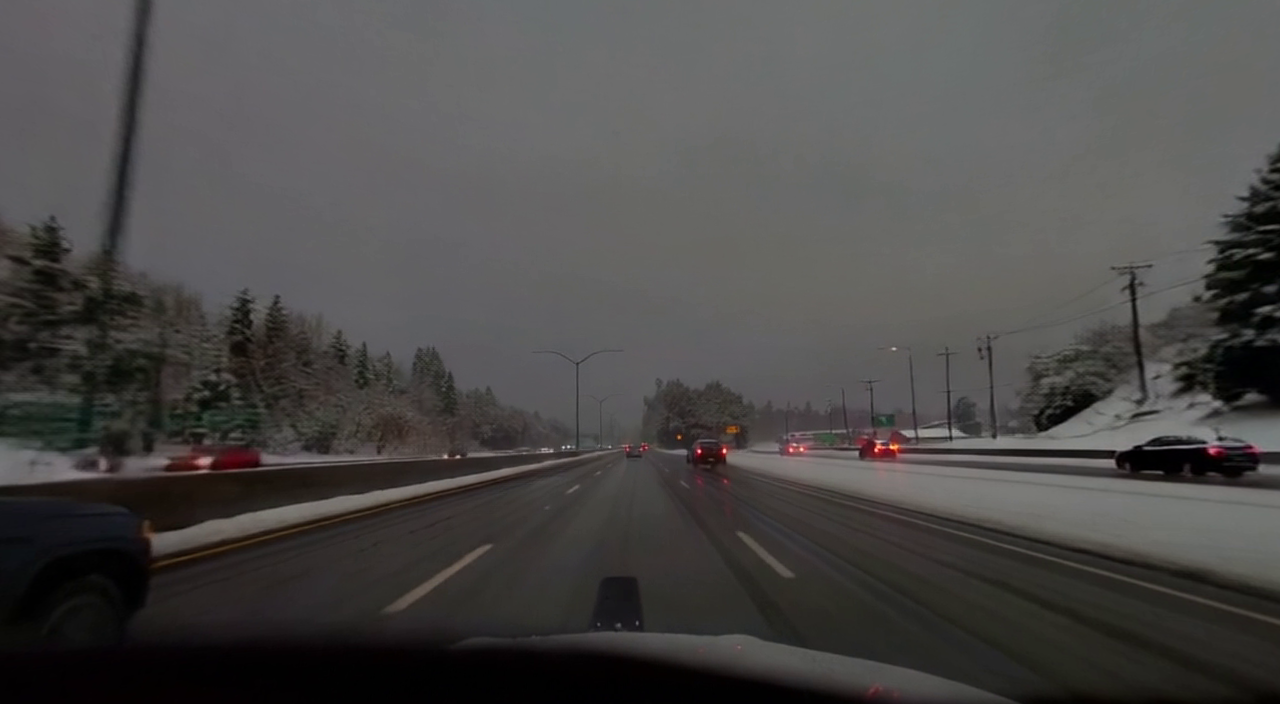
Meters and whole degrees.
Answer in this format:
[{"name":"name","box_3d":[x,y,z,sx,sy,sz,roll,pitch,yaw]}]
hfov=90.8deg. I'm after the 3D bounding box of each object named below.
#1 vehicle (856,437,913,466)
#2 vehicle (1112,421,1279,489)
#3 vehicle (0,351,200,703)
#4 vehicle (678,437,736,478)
[{"name":"vehicle","box_3d":[16.217,6.626,42.145,2.070,1.782,5.006,-1,-9,4]},{"name":"vehicle","box_3d":[18.701,3.358,20.793,2.190,1.911,5.658,-1,-9,3]},{"name":"vehicle","box_3d":[-3.586,0.661,1.262,2.099,1.682,4.590,0,-9,0]},{"name":"vehicle","box_3d":[2.848,4.607,27.849,1.997,1.638,4.281,0,-9,-1]}]
